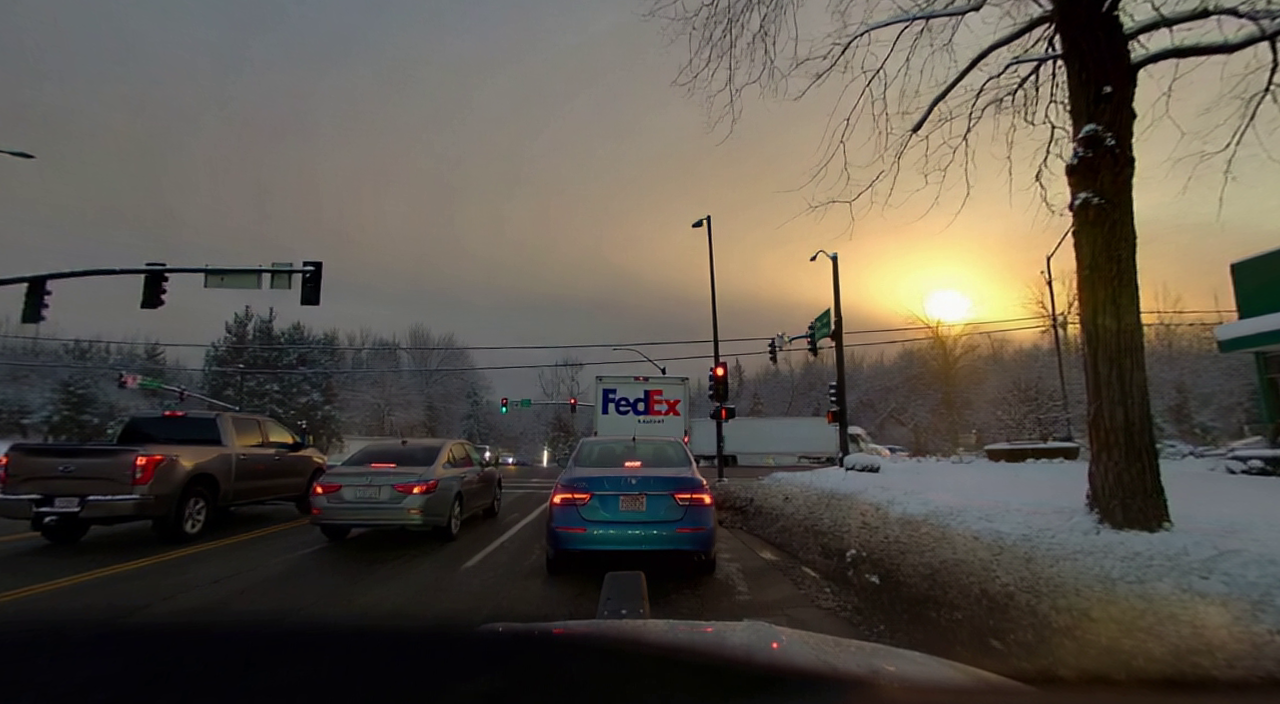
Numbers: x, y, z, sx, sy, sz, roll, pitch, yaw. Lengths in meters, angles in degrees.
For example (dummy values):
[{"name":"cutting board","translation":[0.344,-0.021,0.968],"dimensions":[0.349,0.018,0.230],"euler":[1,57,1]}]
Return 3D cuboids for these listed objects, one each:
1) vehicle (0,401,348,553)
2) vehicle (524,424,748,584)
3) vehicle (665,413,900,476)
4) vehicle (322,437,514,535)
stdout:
[{"name":"vehicle","translation":[-7.292,1.985,10.720],"dimensions":[2.125,1.893,5.498],"euler":[0,-9,-2]},{"name":"vehicle","translation":[-0.037,1.786,8.239],"dimensions":[2.145,1.513,4.269],"euler":[0,-9,0]},{"name":"vehicle","translation":[8.065,5.433,37.013],"dimensions":[12.889,3.380,3.345],"euler":[-1,-9,9]},{"name":"vehicle","translation":[-3.867,2.400,11.926],"dimensions":[1.949,1.487,4.390],"euler":[0,-9,1]}]
